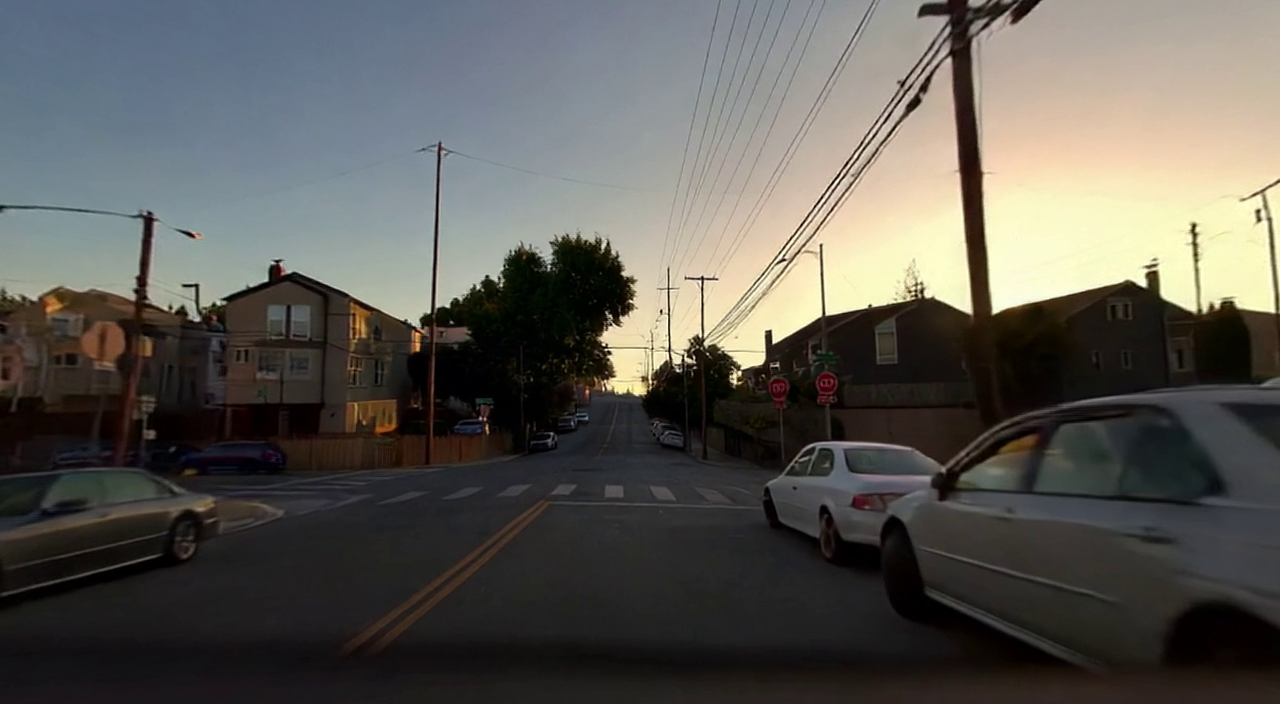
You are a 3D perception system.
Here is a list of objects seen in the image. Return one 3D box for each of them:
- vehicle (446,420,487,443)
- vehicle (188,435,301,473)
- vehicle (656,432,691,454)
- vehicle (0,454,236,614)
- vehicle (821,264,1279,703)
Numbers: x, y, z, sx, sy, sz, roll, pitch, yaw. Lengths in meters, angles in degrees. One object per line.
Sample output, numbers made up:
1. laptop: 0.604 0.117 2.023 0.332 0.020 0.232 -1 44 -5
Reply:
1. vehicle: -13.643 6.315 49.843 1.992 1.678 4.658 0 -8 -1
2. vehicle: -19.297 4.981 30.999 4.181 1.742 1.945 1 -9 -10
3. vehicle: 2.420 6.684 46.302 2.120 1.487 4.360 0 -8 -3
4. vehicle: -6.816 1.893 7.039 1.744 1.407 4.529 0 -8 -2
5. vehicle: 3.205 0.965 3.868 2.375 1.945 5.670 0 -8 -1
